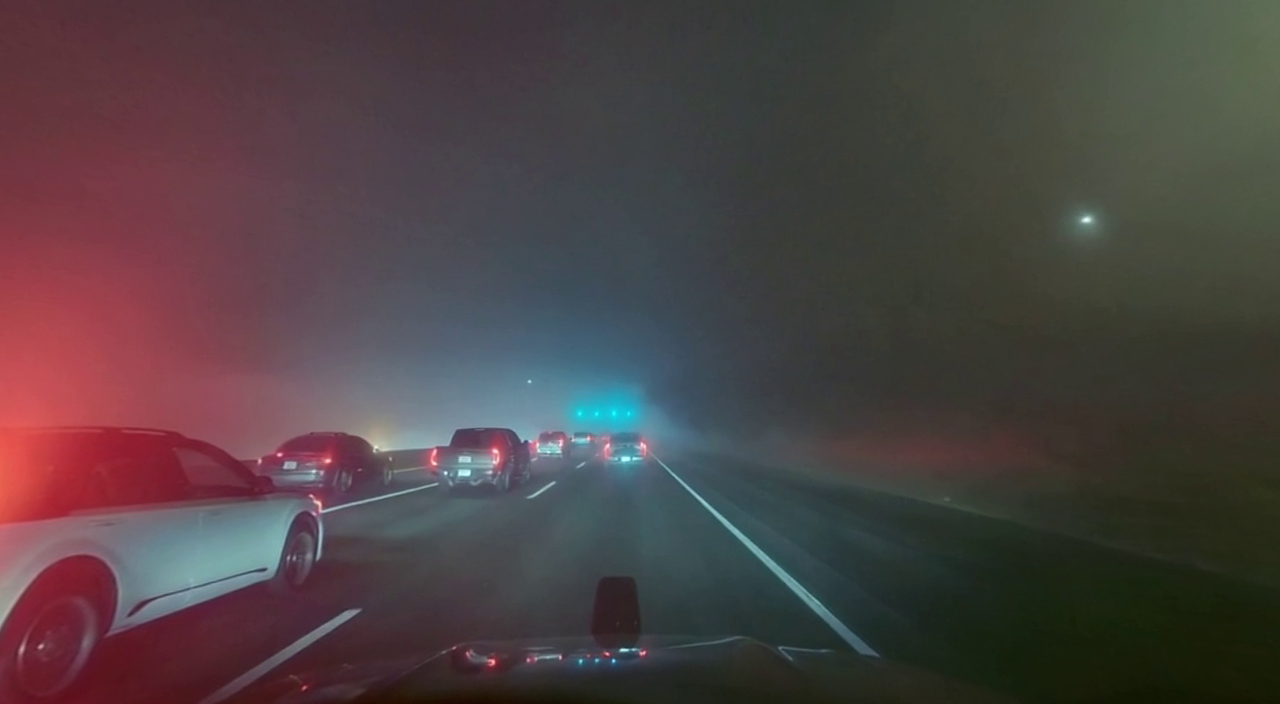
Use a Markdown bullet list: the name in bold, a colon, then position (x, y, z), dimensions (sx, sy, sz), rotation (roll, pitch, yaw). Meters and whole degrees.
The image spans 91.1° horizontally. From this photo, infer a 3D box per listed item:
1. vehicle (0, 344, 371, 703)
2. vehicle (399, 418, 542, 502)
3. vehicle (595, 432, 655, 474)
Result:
- **vehicle**: position (-3.836, 1.032, 4.249), dimensions (2.107, 1.703, 4.274), rotation (0, -8, 0)
- **vehicle**: position (-3.837, 2.518, 15.197), dimensions (2.154, 1.690, 4.595), rotation (0, -8, 0)
- **vehicle**: position (-0.552, 3.806, 23.928), dimensions (2.070, 1.452, 3.834), rotation (0, -8, -1)
